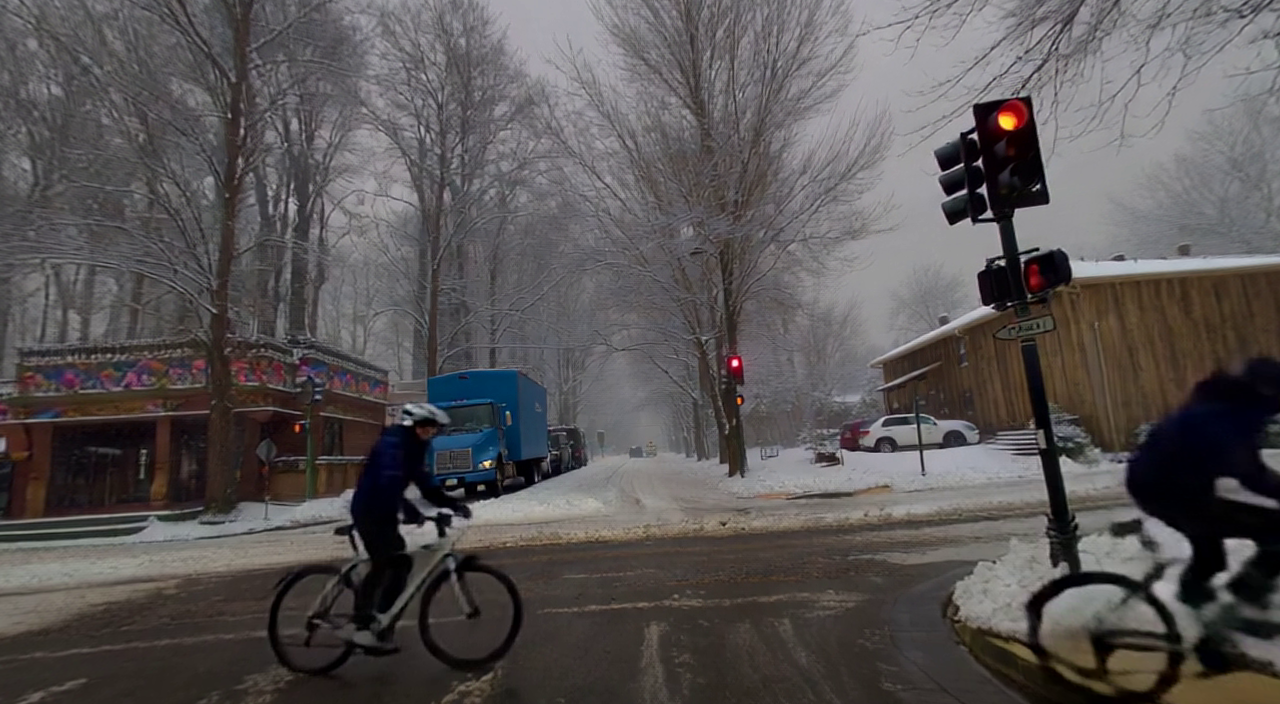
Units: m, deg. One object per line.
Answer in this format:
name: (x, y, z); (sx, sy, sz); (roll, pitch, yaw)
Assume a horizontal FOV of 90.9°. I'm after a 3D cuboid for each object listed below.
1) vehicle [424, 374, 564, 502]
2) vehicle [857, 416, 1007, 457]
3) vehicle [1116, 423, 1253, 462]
vehicle: (-5.753, 3.717, 27.090); (3.113, 4.041, 10.284); (-7, -8, 0)
vehicle: (10.699, 3.143, 23.416); (4.643, 1.456, 1.820); (-1, -8, 5)
vehicle: (24.953, 4.160, 29.013); (4.268, 1.695, 2.053); (0, -8, 3)
